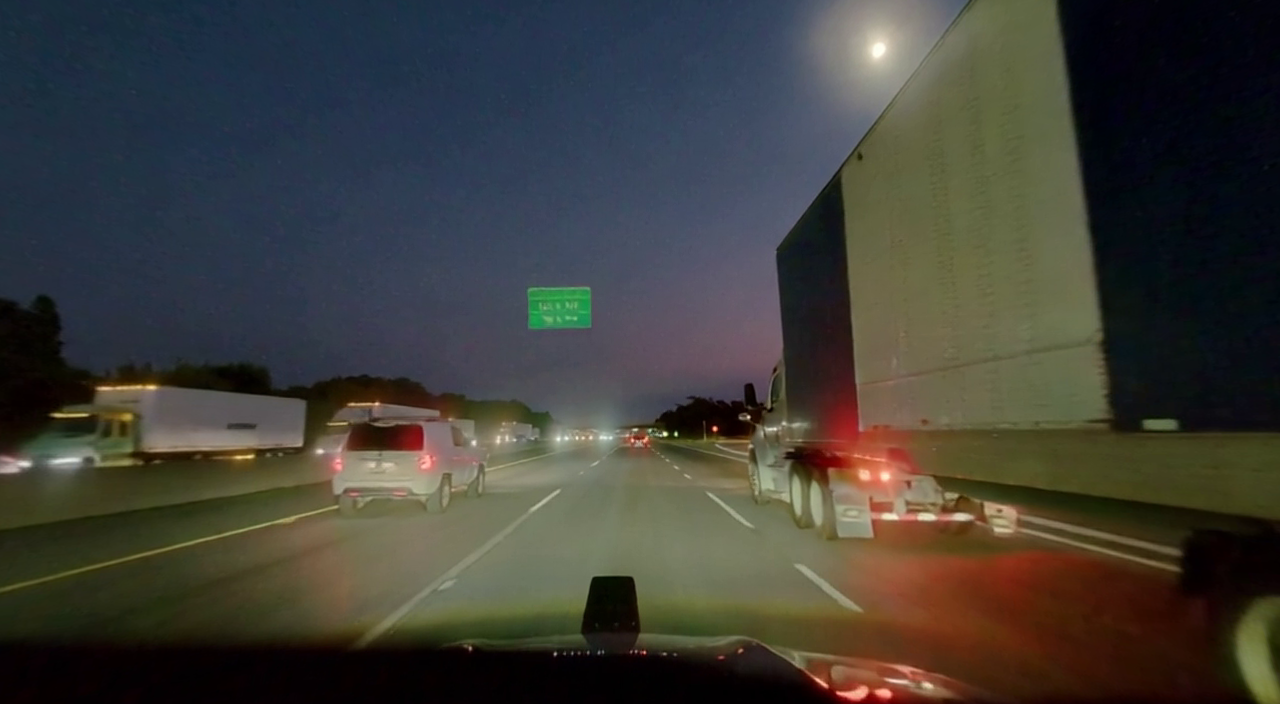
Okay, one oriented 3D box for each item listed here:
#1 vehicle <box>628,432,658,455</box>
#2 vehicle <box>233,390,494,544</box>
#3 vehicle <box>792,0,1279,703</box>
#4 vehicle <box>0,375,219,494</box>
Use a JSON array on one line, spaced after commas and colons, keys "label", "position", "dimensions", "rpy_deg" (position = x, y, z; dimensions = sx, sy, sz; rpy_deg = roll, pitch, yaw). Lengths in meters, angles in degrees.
[{"label": "vehicle", "position": [0.190, 6.547, 45.306], "dimensions": [2.051, 1.528, 4.265], "rpy_deg": [0, -8, -1]}, {"label": "vehicle", "position": [-3.994, 1.738, 10.237], "dimensions": [2.115, 1.887, 4.721], "rpy_deg": [0, -8, 0]}, {"label": "vehicle", "position": [3.652, -0.598, 1.340], "dimensions": [2.899, 4.264, 14.325], "rpy_deg": [1, -8, -1]}, {"label": "vehicle", "position": [-19.763, 3.109, 23.817], "dimensions": [3.208, 3.879, 6.222], "rpy_deg": [0, -8, -1]}]
